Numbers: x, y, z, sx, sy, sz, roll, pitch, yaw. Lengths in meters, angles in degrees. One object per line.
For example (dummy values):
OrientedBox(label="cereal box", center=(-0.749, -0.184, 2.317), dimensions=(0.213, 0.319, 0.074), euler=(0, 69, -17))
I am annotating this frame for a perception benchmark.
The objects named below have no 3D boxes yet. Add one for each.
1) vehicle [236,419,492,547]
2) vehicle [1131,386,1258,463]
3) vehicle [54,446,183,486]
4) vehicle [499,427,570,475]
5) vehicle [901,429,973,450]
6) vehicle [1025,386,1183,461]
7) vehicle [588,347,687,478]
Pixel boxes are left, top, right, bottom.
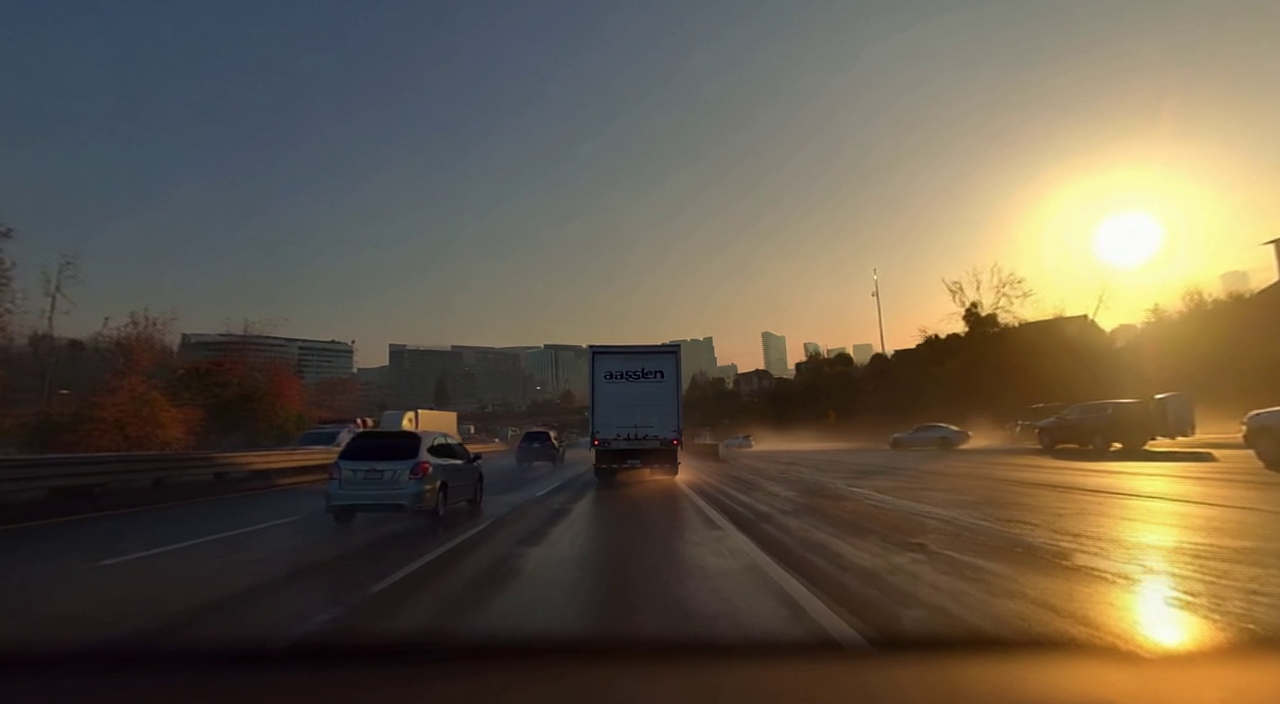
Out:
OrientedBox(label="vehicle", center=(-3.794, 1.852, 9.692), dimensions=(1.964, 1.507, 4.361), euler=(0, -8, 0))
OrientedBox(label="vehicle", center=(19.519, 2.590, 22.296), dimensions=(1.658, 2.523, 2.851), euler=(0, -8, -2))
OrientedBox(label="vehicle", center=(-22.727, 4.948, 27.664), dimensions=(2.036, 1.530, 4.215), euler=(0, -8, 1))
OrientedBox(label="vehicle", center=(-3.825, 3.652, 23.462), dimensions=(1.946, 1.599, 4.073), euler=(0, -8, 0))
OrientedBox(label="vehicle", center=(21.921, 6.481, 46.442), dimensions=(4.324, 1.489, 2.017), euler=(-8, -11, 44))
OrientedBox(label="vehicle", center=(18.912, 3.010, 26.103), dimensions=(2.432, 2.753, 5.388), euler=(0, -8, 1))
OrientedBox(label="vehicle", center=(-0.171, 2.658, 25.809), dimensions=(3.171, 4.204, 11.036), euler=(0, -8, -1))
